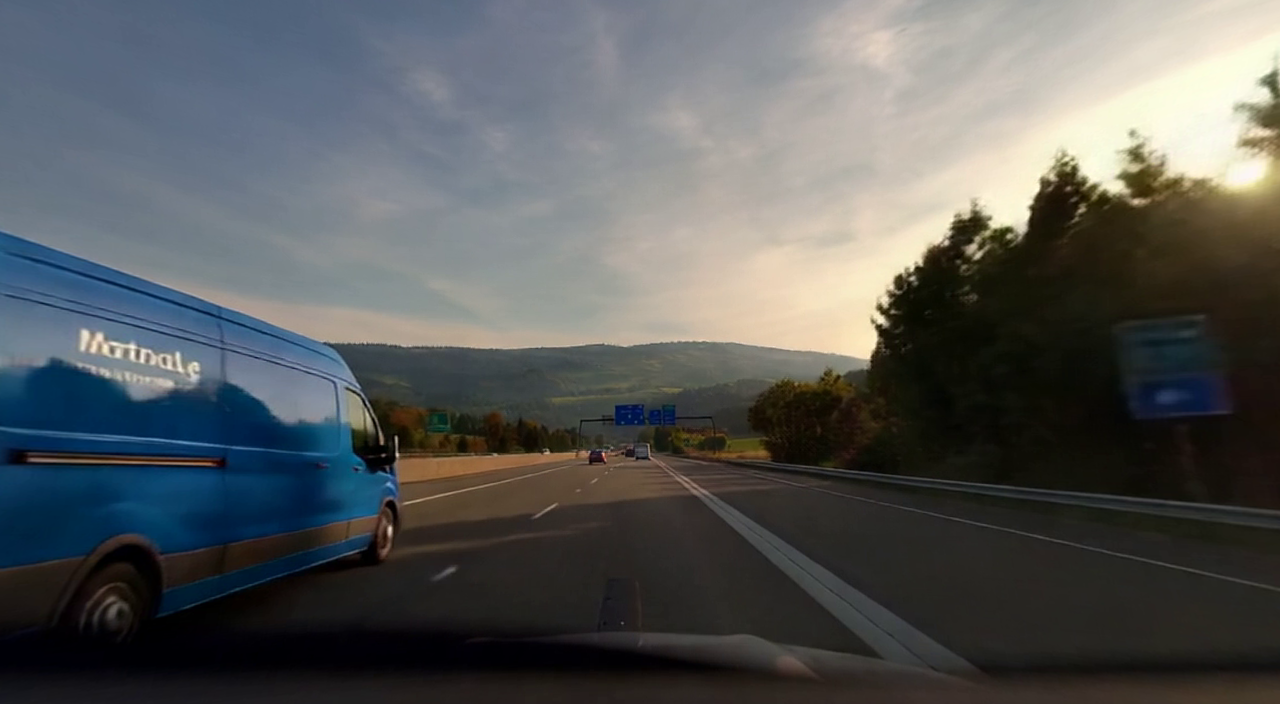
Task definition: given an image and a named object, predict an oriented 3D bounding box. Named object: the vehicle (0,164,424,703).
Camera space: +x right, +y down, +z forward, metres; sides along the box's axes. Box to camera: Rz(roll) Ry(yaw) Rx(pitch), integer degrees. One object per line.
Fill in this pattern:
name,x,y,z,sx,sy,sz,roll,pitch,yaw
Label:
vehicle,-4.032,0.811,4.849,2.320,2.636,7.021,0,-9,-1
